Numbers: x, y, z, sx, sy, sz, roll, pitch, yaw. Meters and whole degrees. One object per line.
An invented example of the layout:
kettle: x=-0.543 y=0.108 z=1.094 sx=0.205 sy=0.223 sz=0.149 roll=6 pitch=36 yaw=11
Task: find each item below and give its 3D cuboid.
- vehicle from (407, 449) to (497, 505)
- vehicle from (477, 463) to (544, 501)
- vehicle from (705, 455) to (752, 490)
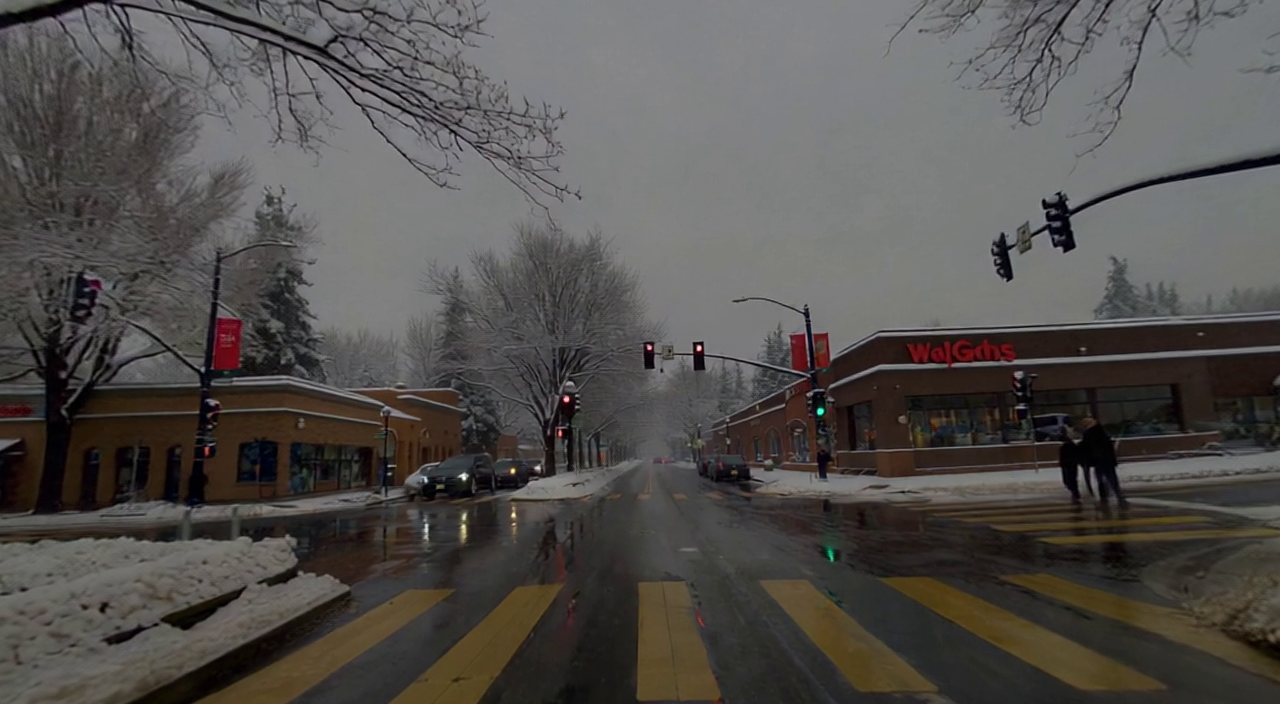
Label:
vehicle: x=-8.809 y=5.853 z=30.309 sx=2.489 sy=2.323 sz=5.843 roll=0 pitch=-8 yaw=1
vehicle: x=-5.744 y=5.830 z=28.613 sx=1.983 sy=1.438 sz=4.559 roll=0 pitch=-8 yaw=1
vehicle: x=5.193 y=7.115 z=37.715 sx=2.010 sy=1.844 sz=4.386 roll=0 pitch=-8 yaw=-2
